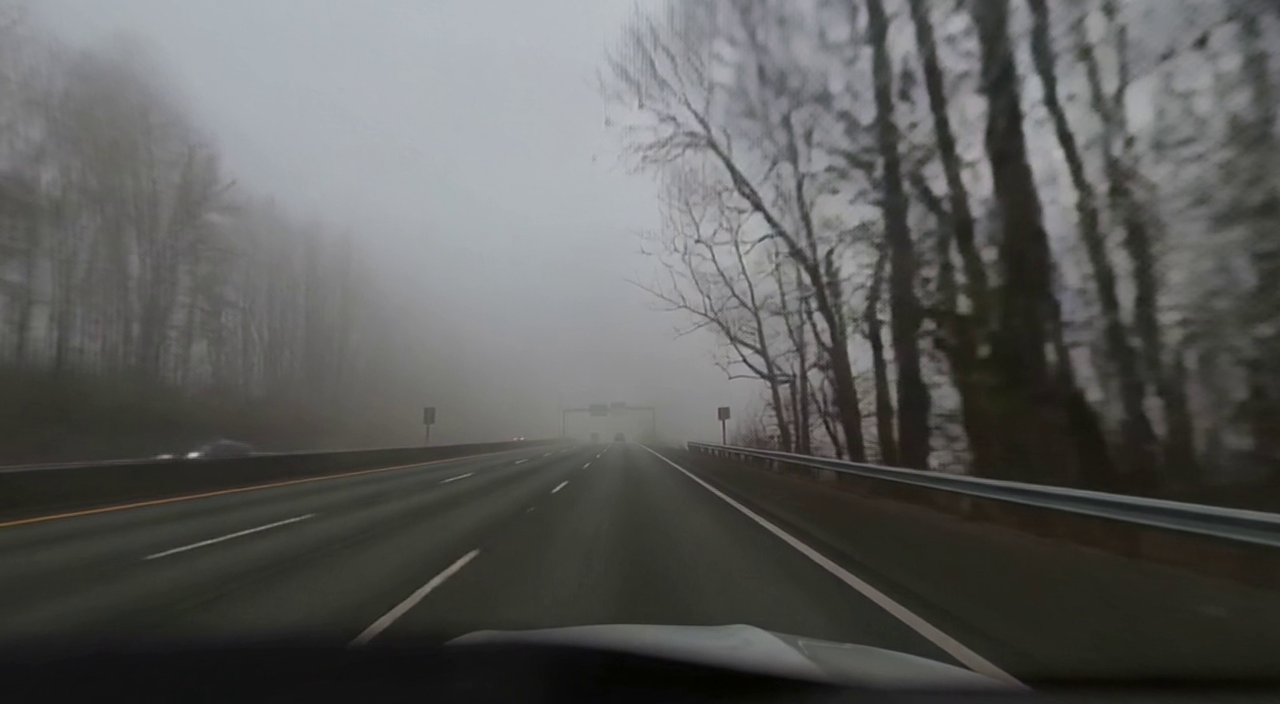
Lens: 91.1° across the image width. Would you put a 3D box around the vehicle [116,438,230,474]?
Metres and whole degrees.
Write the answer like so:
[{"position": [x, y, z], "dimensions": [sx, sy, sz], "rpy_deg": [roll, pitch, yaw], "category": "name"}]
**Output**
[{"position": [-21.395, 4.742, 29.088], "dimensions": [1.830, 1.520, 4.609], "rpy_deg": [0, -8, -1], "category": "vehicle"}]
